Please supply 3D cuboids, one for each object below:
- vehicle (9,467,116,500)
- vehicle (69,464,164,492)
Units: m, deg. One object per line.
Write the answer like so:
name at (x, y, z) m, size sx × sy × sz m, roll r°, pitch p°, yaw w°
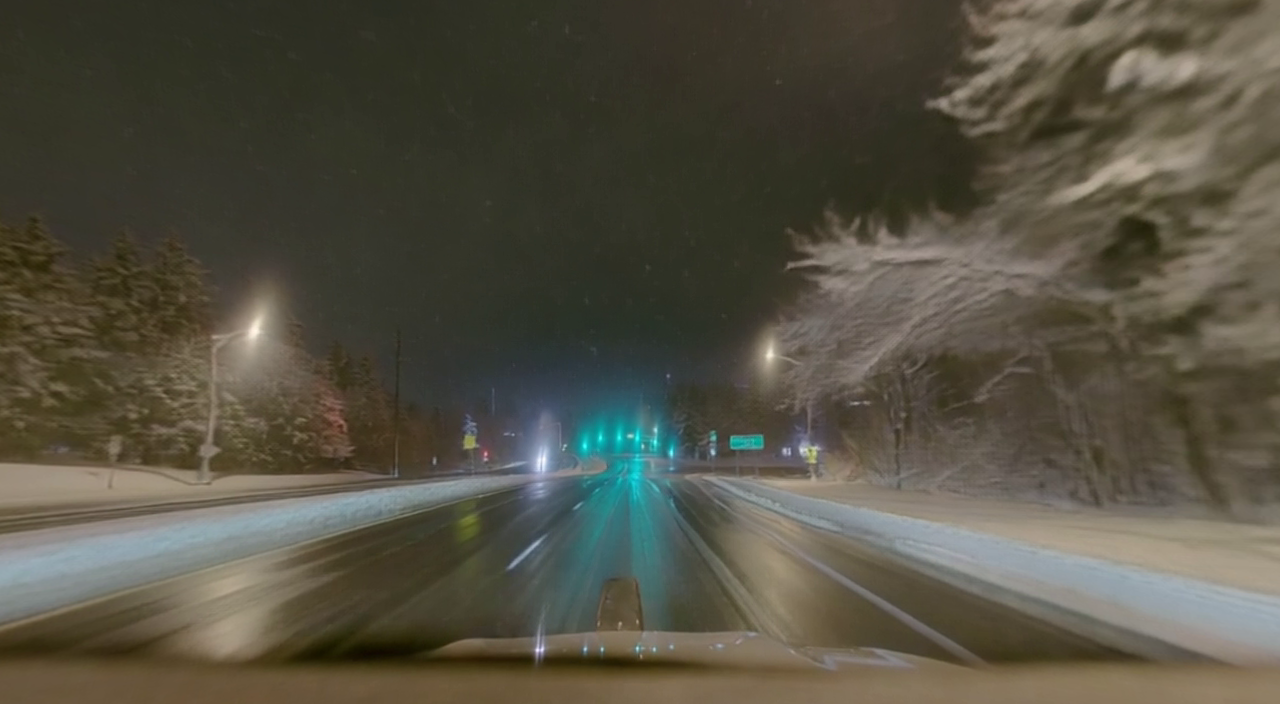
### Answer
vehicle at (-40.820, 9.331, 44.763) m, size 5.468 × 1.817 × 2.212 m, roll -5°, pitch -13°, yaw 2°
vehicle at (-41.077, 9.865, 49.675) m, size 5.552 × 2.047 × 2.384 m, roll -1°, pitch -9°, yaw 6°
